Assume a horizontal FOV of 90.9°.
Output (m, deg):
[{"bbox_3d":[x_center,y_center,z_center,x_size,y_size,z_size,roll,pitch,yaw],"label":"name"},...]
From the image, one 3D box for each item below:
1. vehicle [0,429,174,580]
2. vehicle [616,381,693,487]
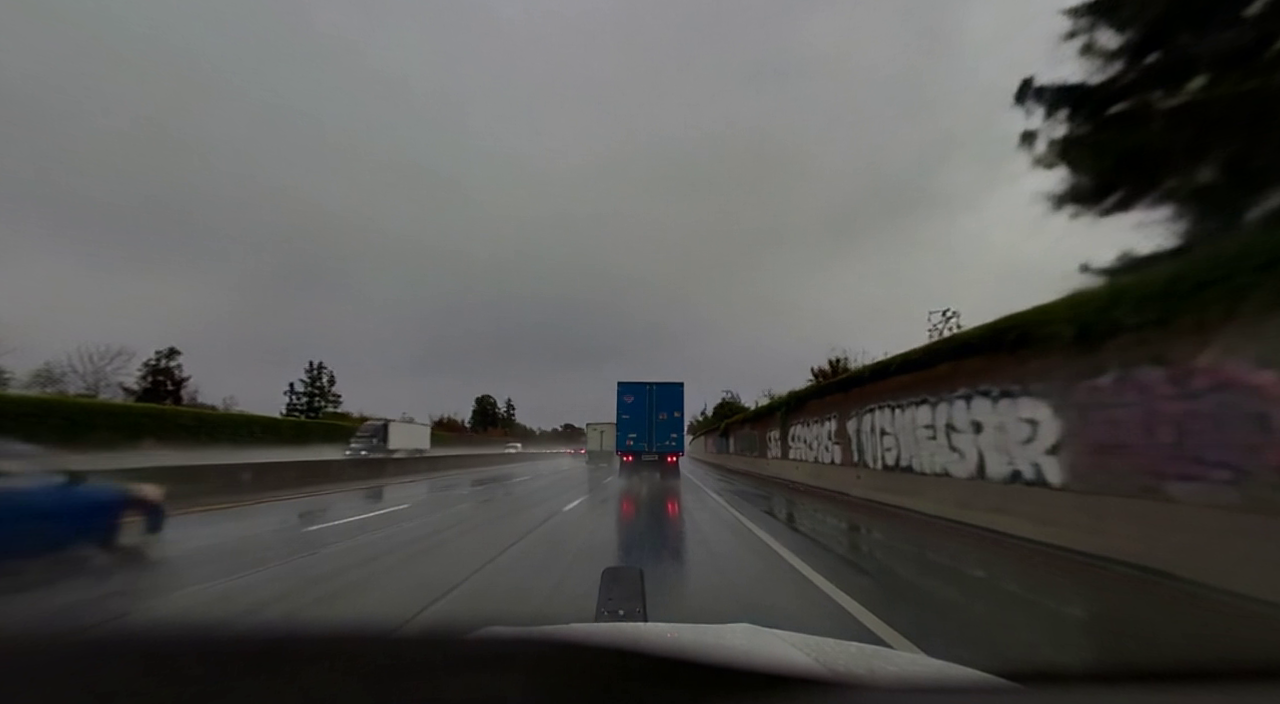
[{"bbox_3d":[-7.560,1.543,6.317,1.998,1.529,4.850,0,-9,1],"label":"vehicle"},{"bbox_3d":[0.607,3.993,29.958,2.997,4.069,10.871,0,-9,1],"label":"vehicle"}]
